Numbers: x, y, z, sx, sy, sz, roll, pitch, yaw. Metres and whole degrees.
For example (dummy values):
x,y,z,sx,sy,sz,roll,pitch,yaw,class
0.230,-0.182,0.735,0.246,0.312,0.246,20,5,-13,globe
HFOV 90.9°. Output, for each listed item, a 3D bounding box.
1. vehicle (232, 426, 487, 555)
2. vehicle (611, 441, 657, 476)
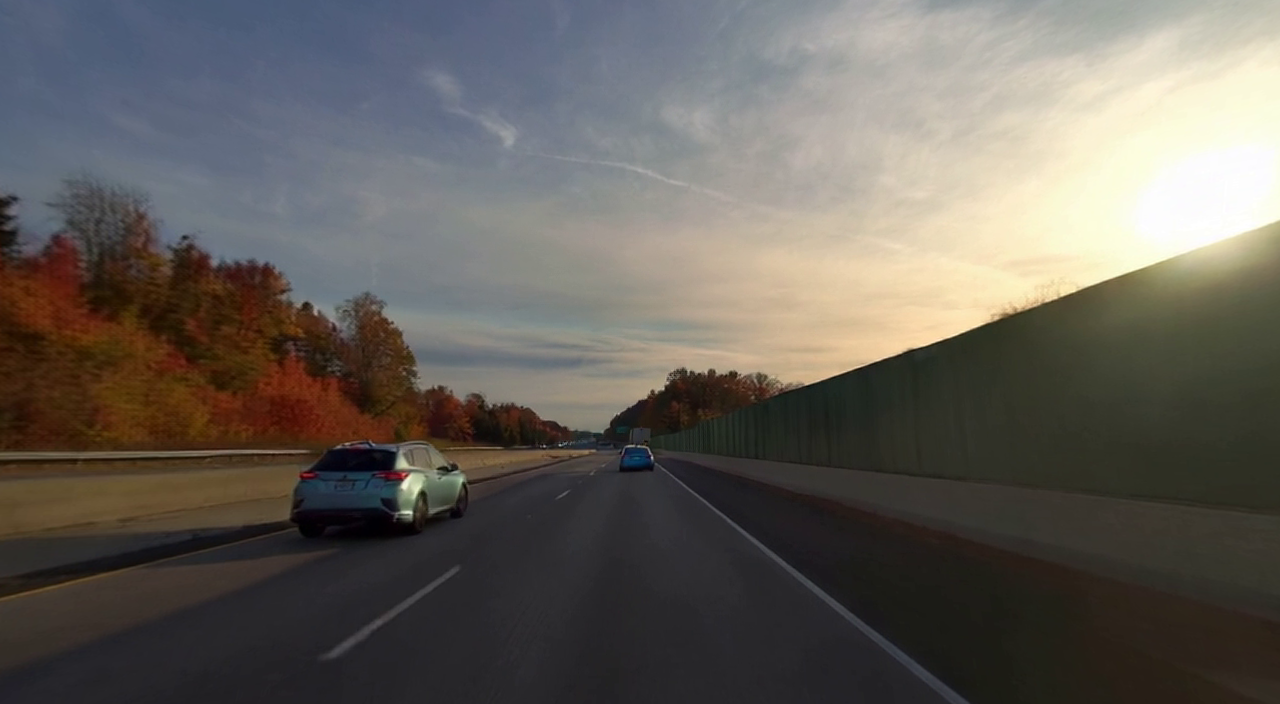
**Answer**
x,y,z,sx,sy,sz,roll,pitch,yaw,class
-3.907,1.988,9.753,2.054,1.536,4.128,0,-8,0,vehicle
-0.293,5.024,30.010,2.057,1.516,4.065,0,-8,-1,vehicle
